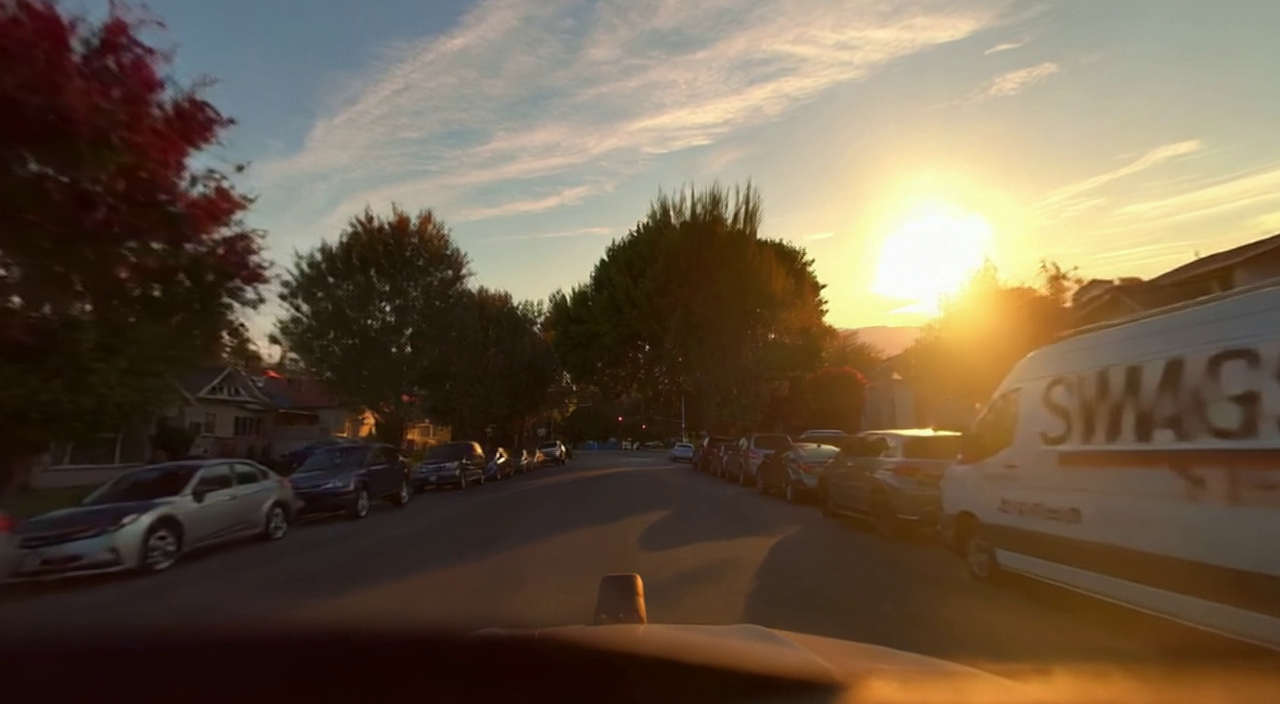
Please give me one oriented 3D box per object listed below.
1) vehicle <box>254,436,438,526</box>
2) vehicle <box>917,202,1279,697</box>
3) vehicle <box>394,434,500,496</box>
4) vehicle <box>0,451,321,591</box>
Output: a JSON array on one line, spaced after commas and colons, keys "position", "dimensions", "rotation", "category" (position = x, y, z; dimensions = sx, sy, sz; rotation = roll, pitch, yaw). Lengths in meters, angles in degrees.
[{"position": [-7.032, 3.119, 16.016], "dimensions": [2.162, 1.846, 5.426], "rotation": [0, -8, -1], "category": "vehicle"}, {"position": [4.516, 0.686, 4.517], "dimensions": [2.178, 2.656, 5.712], "rotation": [0, -9, -3], "category": "vehicle"}, {"position": [-7.061, 4.181, 23.932], "dimensions": [2.195, 2.023, 6.055], "rotation": [0, -8, -1], "category": "vehicle"}, {"position": [-6.873, 2.298, 9.578], "dimensions": [1.828, 1.468, 4.738], "rotation": [-2, -8, -3], "category": "vehicle"}]
